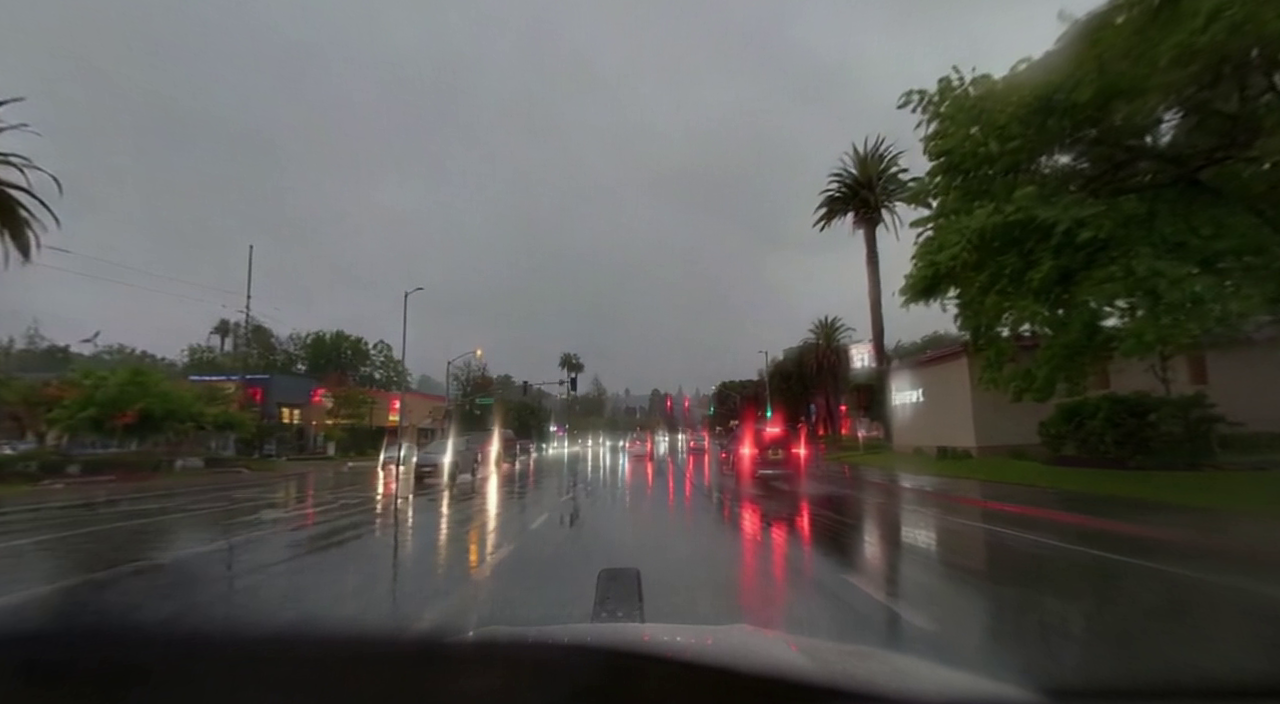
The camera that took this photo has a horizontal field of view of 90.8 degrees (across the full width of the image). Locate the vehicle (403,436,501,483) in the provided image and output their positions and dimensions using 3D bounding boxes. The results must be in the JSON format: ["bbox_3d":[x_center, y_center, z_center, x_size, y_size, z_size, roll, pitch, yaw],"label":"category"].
[{"bbox_3d":[-6.545,3.796,22.695,1.935,1.483,4.973,0,-8,1],"label":"vehicle"}]

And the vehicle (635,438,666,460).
[{"bbox_3d":[0.769,6.825,44.526,2.057,1.492,3.825,-1,-8,3],"label":"vehicle"}]

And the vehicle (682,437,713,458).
[{"bbox_3d":[4.316,7.285,48.149,2.149,1.532,4.168,0,-8,2],"label":"vehicle"}]

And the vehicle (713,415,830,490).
[{"bbox_3d":[3.712,2.996,19.033,2.267,1.931,5.145,0,-8,-2],"label":"vehicle"}]

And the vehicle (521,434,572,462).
[{"bbox_3d":[-6.075,6.342,41.686,2.088,1.746,4.650,-1,-8,7],"label":"vehicle"}]

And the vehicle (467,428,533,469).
[{"bbox_3d":[-6.931,4.857,31.912,2.127,1.888,4.637,0,-8,2],"label":"vehicle"}]
